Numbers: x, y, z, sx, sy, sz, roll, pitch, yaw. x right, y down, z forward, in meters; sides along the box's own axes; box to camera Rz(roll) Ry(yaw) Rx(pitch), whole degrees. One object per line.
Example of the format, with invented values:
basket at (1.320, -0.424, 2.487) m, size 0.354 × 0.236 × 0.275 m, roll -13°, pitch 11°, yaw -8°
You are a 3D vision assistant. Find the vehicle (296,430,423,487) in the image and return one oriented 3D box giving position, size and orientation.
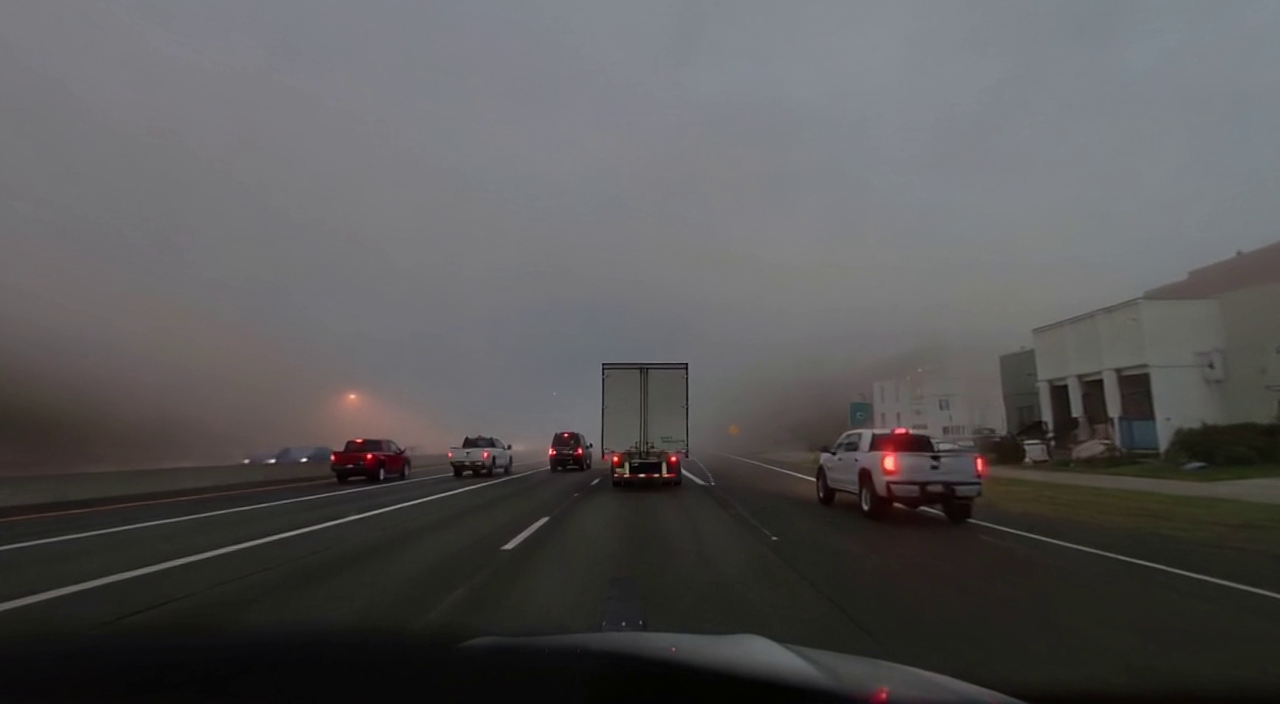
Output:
vehicle at (-10.319, 3.981, 23.876) m, size 2.089 × 1.885 × 5.888 m, roll 0°, pitch -9°, yaw 0°

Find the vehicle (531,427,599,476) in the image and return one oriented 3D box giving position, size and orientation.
vehicle at (-3.353, 4.684, 29.798) m, size 2.379 × 2.075 × 6.169 m, roll 0°, pitch -9°, yaw 1°

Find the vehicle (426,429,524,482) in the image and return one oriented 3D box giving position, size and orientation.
vehicle at (-6.731, 4.341, 26.667) m, size 2.479 × 1.978 × 5.952 m, roll 0°, pitch -9°, yaw 1°

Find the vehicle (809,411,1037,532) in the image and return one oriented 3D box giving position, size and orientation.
vehicle at (4.889, 2.151, 11.920) m, size 2.137 × 1.796 × 4.817 m, roll 0°, pitch -9°, yaw 1°

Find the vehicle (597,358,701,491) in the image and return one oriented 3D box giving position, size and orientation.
vehicle at (0.147, 2.792, 23.031) m, size 2.941 × 3.794 × 9.851 m, roll 0°, pitch -9°, yaw -1°

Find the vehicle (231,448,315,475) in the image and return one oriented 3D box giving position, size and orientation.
vehicle at (-20.966, 6.273, 36.250) m, size 2.078 × 1.429 × 4.607 m, roll 0°, pitch -9°, yaw 0°
